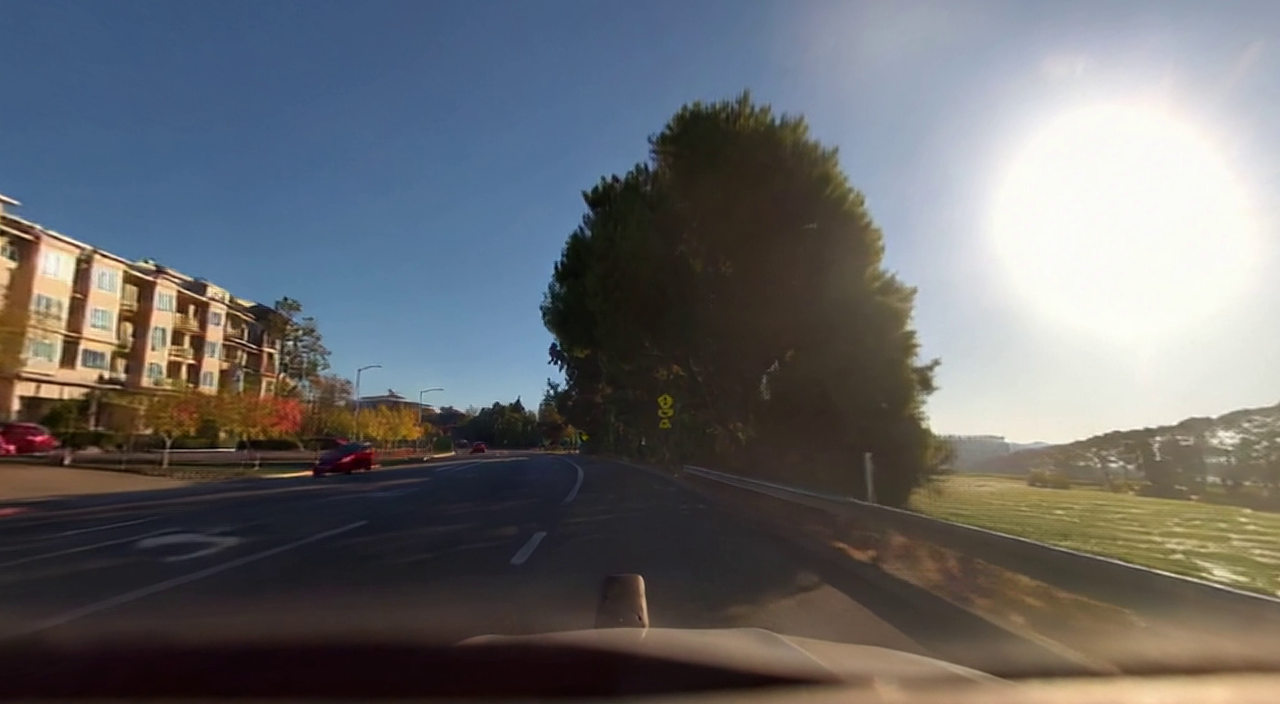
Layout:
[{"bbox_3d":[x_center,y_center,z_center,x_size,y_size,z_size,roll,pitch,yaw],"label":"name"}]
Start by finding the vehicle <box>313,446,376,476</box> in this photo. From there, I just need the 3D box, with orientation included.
[{"bbox_3d":[-17.209,6.331,36.979,1.993,1.634,4.268,1,-9,-6],"label":"vehicle"}]
